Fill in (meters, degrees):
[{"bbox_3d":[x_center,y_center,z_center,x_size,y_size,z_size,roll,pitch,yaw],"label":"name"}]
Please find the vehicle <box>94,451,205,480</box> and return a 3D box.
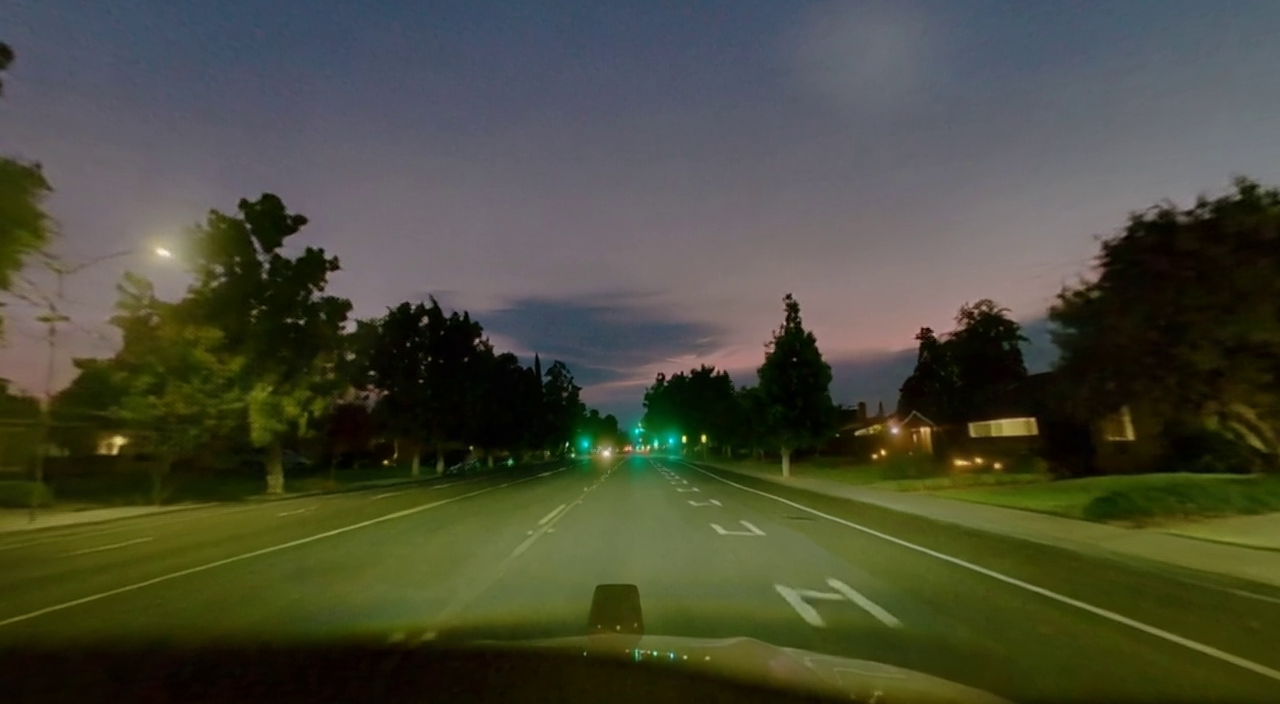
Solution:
[{"bbox_3d":[-27.906,6.455,36.037,4.551,1.556,2.061,0,-9,-1],"label":"vehicle"}]
